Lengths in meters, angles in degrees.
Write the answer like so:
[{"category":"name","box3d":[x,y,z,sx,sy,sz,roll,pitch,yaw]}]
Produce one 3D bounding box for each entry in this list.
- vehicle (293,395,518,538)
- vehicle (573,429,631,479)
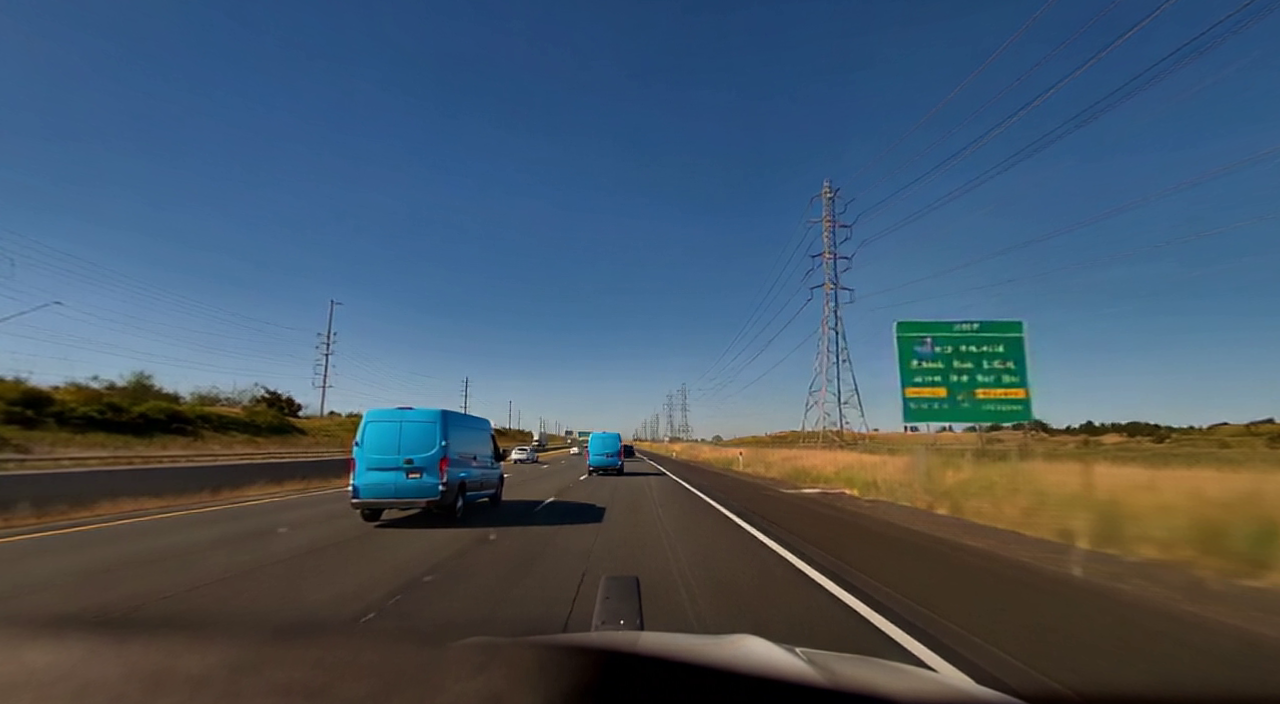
[{"category":"vehicle","box3d":[-3.809,2.006,11.509,2.145,2.010,4.980,0,-9,0]},{"category":"vehicle","box3d":[-1.579,4.557,28.315,2.197,2.011,5.130,0,-9,1]}]
